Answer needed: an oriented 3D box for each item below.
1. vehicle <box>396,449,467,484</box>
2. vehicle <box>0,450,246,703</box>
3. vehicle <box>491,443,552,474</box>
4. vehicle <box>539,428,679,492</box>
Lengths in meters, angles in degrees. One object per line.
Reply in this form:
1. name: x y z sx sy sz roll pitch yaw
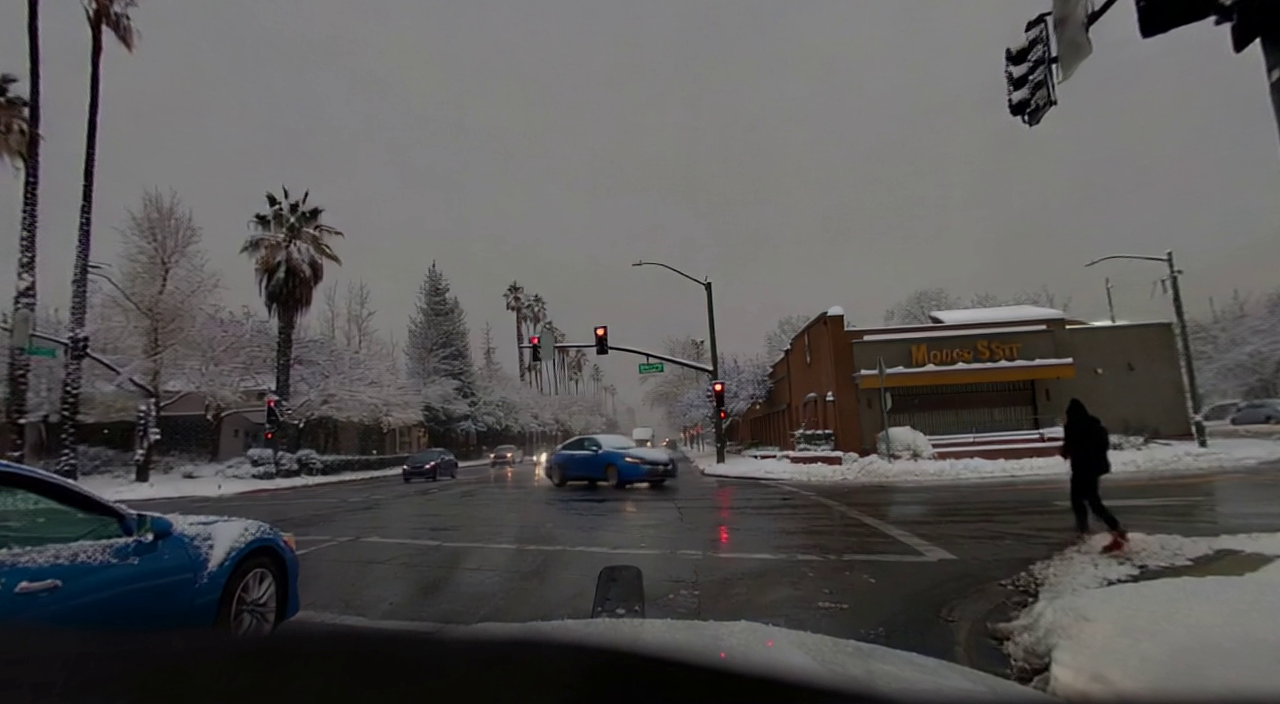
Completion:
1. vehicle: -12.018 6.591 36.692 1.870 1.705 4.426 -7 -10 11
2. vehicle: -3.707 1.027 2.242 1.850 1.325 4.295 0 -9 0
3. vehicle: -7.546 6.859 40.940 2.050 1.792 5.507 -2 -9 10
4. vehicle: -1.105 3.309 19.694 2.092 1.709 4.775 6 -11 -35
